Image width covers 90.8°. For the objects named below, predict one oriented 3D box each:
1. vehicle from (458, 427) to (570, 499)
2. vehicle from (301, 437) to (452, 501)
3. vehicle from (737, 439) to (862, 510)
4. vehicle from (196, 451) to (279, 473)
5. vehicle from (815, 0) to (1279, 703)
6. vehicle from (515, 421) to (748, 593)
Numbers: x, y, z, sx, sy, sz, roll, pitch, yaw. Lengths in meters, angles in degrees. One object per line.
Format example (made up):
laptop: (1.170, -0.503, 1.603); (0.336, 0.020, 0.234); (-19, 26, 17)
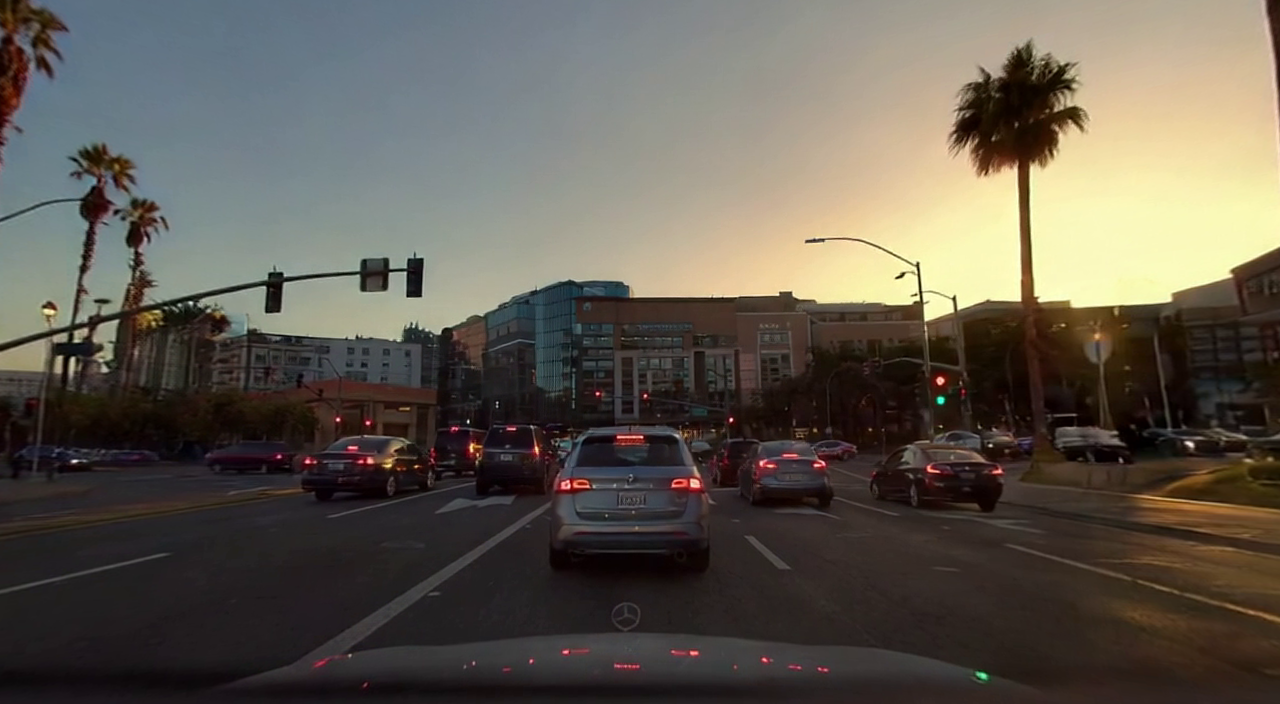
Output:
vehicle: (-3.285, 3.015, 17.481); (2.020, 1.721, 4.366); (-1, -9, 2)
vehicle: (-6.930, 3.123, 17.328); (1.927, 1.480, 4.832); (0, -9, 2)
vehicle: (3.683, 2.905, 15.510); (1.989, 1.467, 4.364); (0, -9, 1)
vehicle: (-28.872, 7.886, 45.402); (4.630, 1.473, 1.837); (0, -9, -5)
vehicle: (3.550, -0.538, 0.569); (2.970, 4.015, 13.606); (0, -9, 0)
vehicle: (-0.087, 1.666, 7.583); (2.060, 1.499, 3.831); (0, -9, 0)
